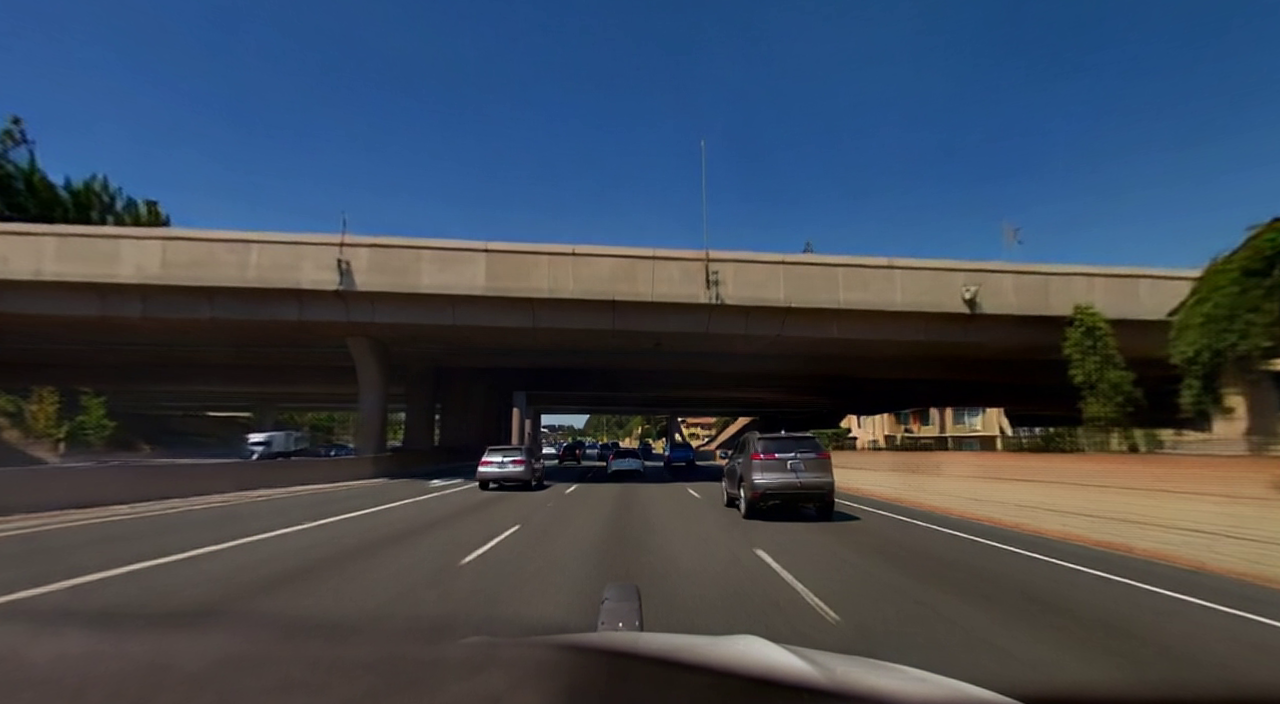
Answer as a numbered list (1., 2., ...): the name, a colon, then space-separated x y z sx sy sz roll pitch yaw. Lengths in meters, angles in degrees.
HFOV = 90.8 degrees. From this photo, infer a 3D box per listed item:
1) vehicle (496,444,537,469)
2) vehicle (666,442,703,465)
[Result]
1. vehicle: -8.073 6.851 41.650 2.007 1.519 4.366 0 -8 -2
2. vehicle: 3.355 7.847 48.871 2.377 1.678 4.353 0 -8 -3
